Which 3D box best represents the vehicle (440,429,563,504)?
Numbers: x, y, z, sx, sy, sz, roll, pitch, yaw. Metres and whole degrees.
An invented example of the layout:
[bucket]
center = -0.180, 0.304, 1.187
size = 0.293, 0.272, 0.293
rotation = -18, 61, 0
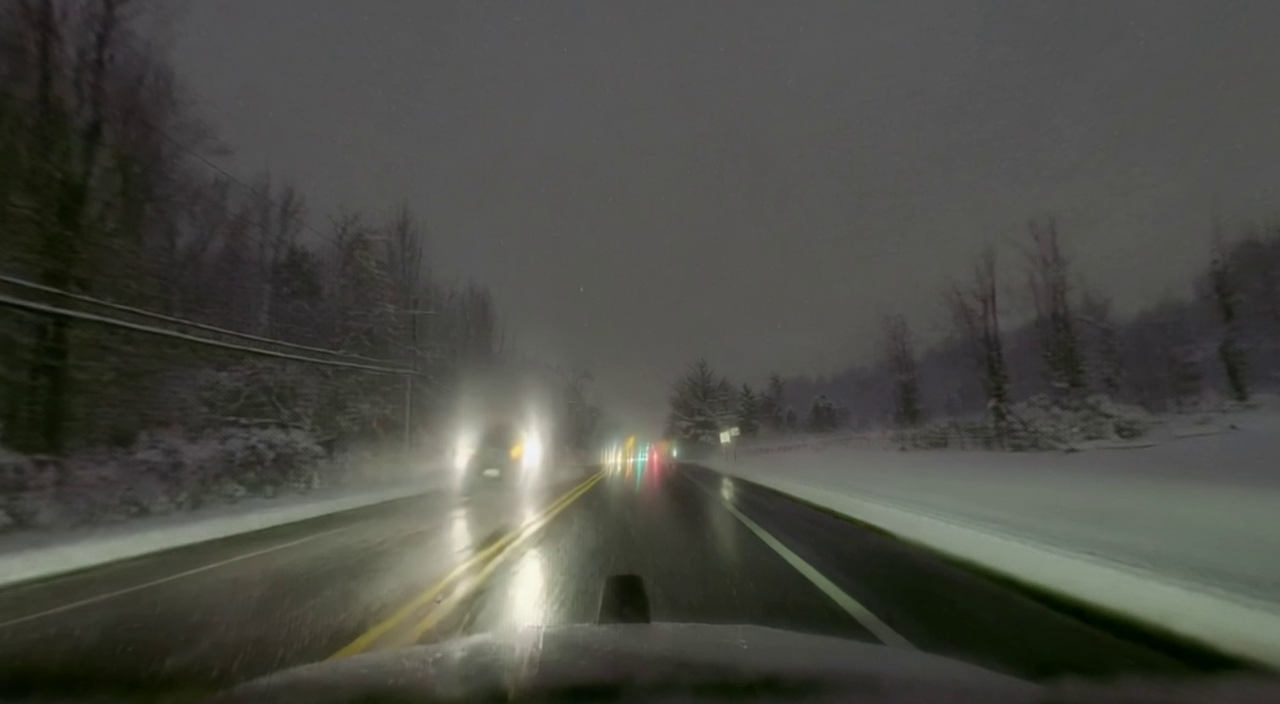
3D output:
[vehicle]
center = -3.820, 3.282, 18.696
size = 2.255, 1.849, 5.576
rotation = 0, -8, 1
